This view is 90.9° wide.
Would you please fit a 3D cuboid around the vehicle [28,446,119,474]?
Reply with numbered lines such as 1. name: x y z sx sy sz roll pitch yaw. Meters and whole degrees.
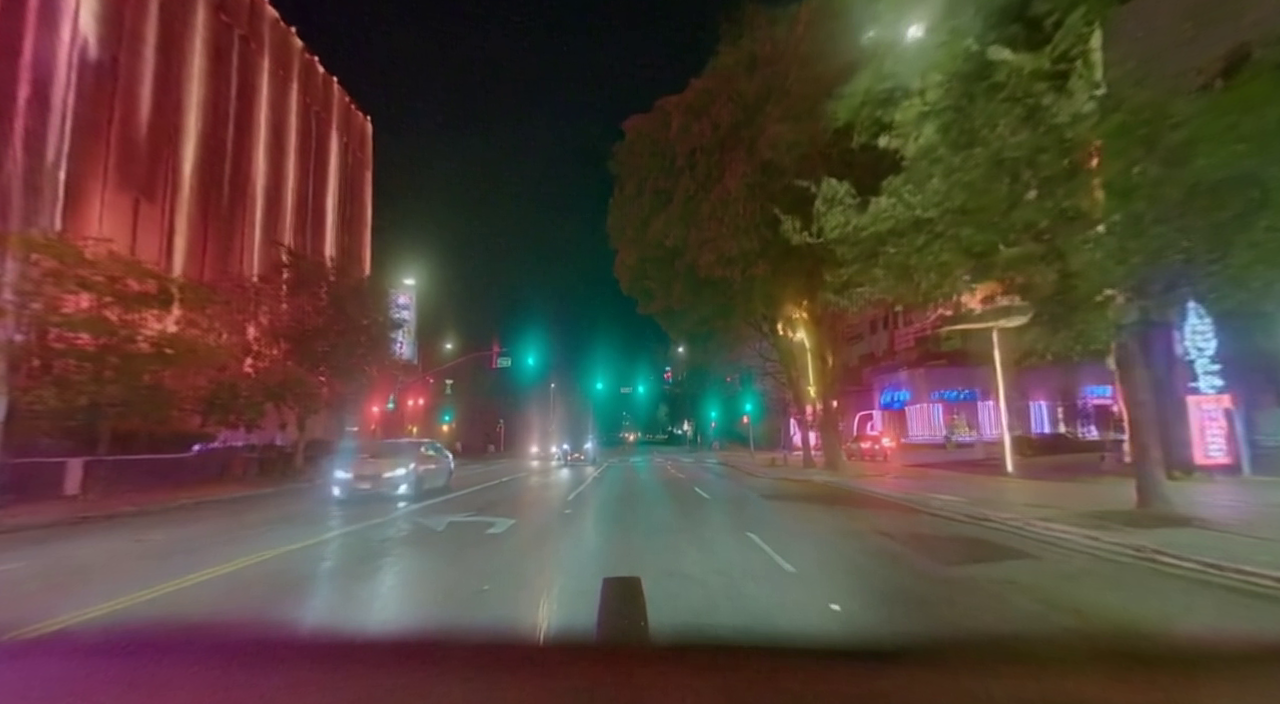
1. vehicle: -38.604 7.350 43.010 4.400 1.668 1.976 -3 -7 2

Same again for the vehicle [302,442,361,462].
1. vehicle: -24.310 7.871 49.776 3.760 1.480 1.795 2 -8 -13

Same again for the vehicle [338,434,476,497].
1. vehicle: -6.177 3.044 17.405 2.097 1.495 4.489 0 -8 0

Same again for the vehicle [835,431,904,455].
1. vehicle: 16.784 6.679 46.241 4.299 1.679 2.011 0 -8 0
